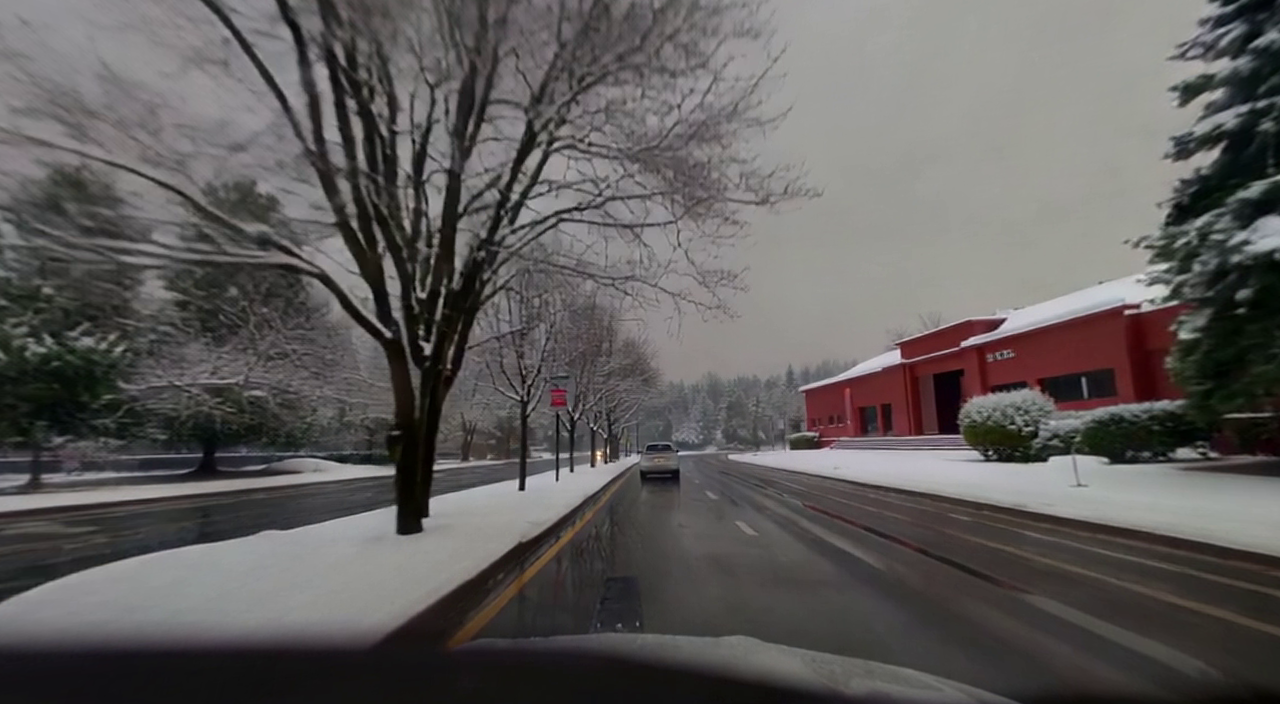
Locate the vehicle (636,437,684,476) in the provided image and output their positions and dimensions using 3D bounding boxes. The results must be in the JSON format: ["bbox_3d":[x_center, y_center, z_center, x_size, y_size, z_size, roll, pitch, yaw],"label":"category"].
[{"bbox_3d":[0.971,4.988,30.354,2.123,1.703,4.292,-1,-8,2],"label":"vehicle"}]
